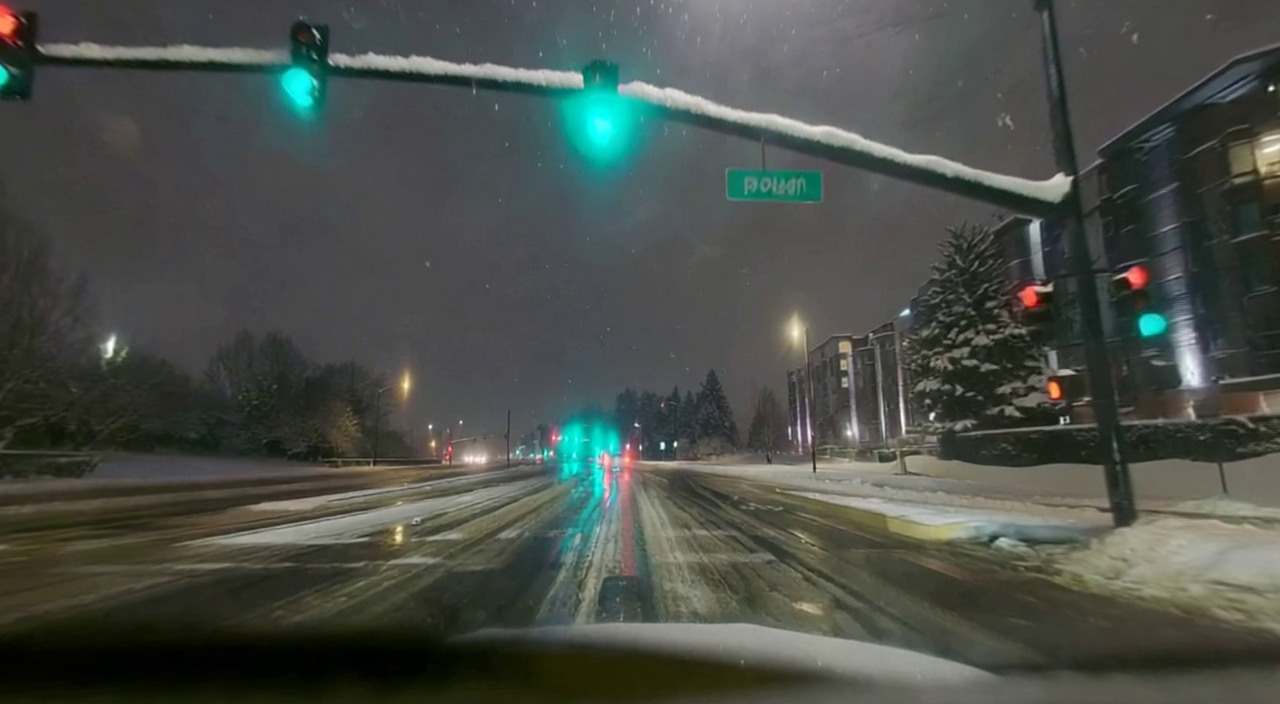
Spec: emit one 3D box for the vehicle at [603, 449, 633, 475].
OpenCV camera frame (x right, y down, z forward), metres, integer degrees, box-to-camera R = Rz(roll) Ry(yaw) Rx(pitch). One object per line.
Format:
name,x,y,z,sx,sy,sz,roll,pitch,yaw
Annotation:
vehicle,-1.632,7.821,45.068,2.038,1.682,3.844,0,-8,-4
